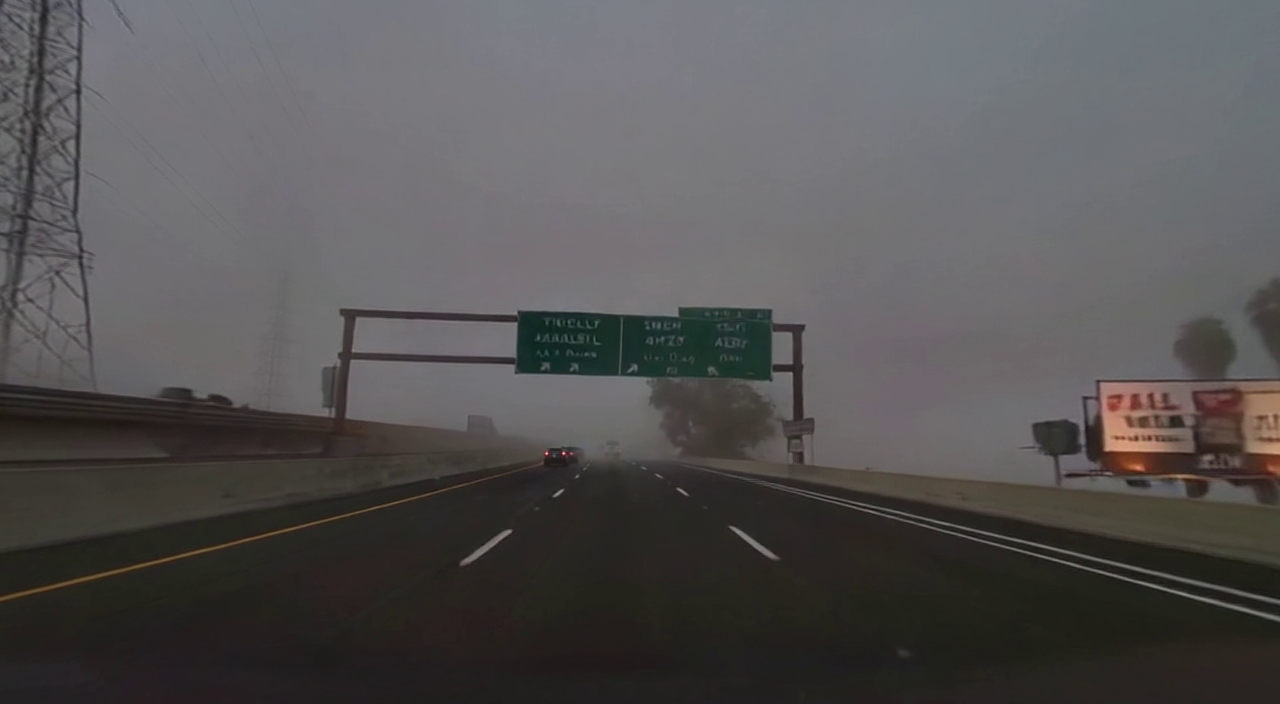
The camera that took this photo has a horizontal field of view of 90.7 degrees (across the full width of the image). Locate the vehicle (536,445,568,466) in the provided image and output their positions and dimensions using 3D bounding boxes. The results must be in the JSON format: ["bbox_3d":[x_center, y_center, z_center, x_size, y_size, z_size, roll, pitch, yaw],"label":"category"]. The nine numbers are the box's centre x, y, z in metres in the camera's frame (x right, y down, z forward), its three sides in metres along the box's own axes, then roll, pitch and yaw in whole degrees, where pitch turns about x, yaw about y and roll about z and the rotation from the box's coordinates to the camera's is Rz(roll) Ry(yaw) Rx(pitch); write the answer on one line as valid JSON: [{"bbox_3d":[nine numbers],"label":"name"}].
[{"bbox_3d":[-6.412,7.579,46.470,1.921,1.420,4.078,0,-9,-3],"label":"vehicle"}]
